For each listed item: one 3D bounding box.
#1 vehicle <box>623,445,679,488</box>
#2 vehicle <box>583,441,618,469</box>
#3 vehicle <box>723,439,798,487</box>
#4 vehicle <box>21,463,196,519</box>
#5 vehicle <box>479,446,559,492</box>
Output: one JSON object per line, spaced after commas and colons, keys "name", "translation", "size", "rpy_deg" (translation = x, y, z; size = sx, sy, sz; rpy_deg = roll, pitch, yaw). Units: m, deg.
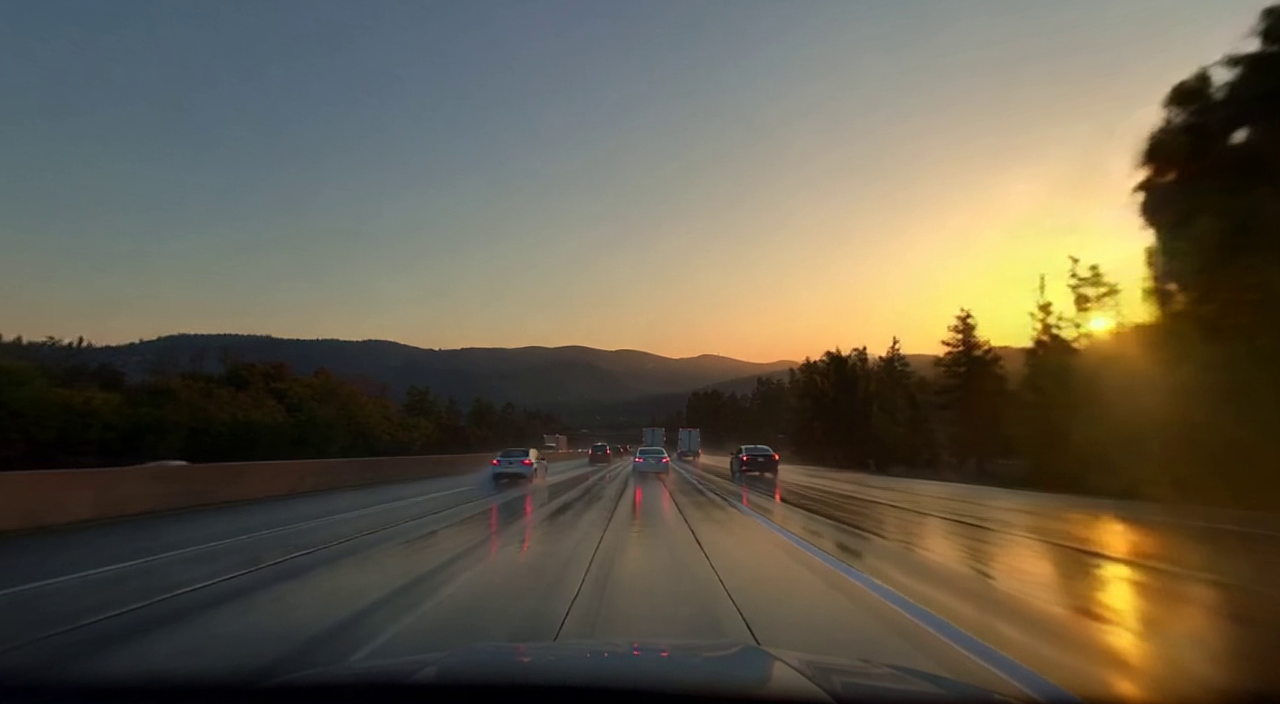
{"name": "vehicle", "translation": [0.405, 4.504, 25.000], "size": [2.015, 1.526, 4.286], "rpy_deg": [0, -9, 0]}
{"name": "vehicle", "translation": [-2.947, 7.768, 47.478], "size": [2.230, 1.973, 4.403], "rpy_deg": [-1, -9, 2]}
{"name": "vehicle", "translation": [4.505, 4.228, 24.077], "size": [2.018, 1.639, 4.149], "rpy_deg": [0, -9, 0]}
{"name": "vehicle", "translation": [-16.671, 4.331, 19.990], "size": [1.912, 1.478, 4.106], "rpy_deg": [0, -9, 1]}
{"name": "vehicle", "translation": [-4.252, 4.208, 22.820], "size": [1.967, 1.473, 4.439], "rpy_deg": [0, -9, 1]}
